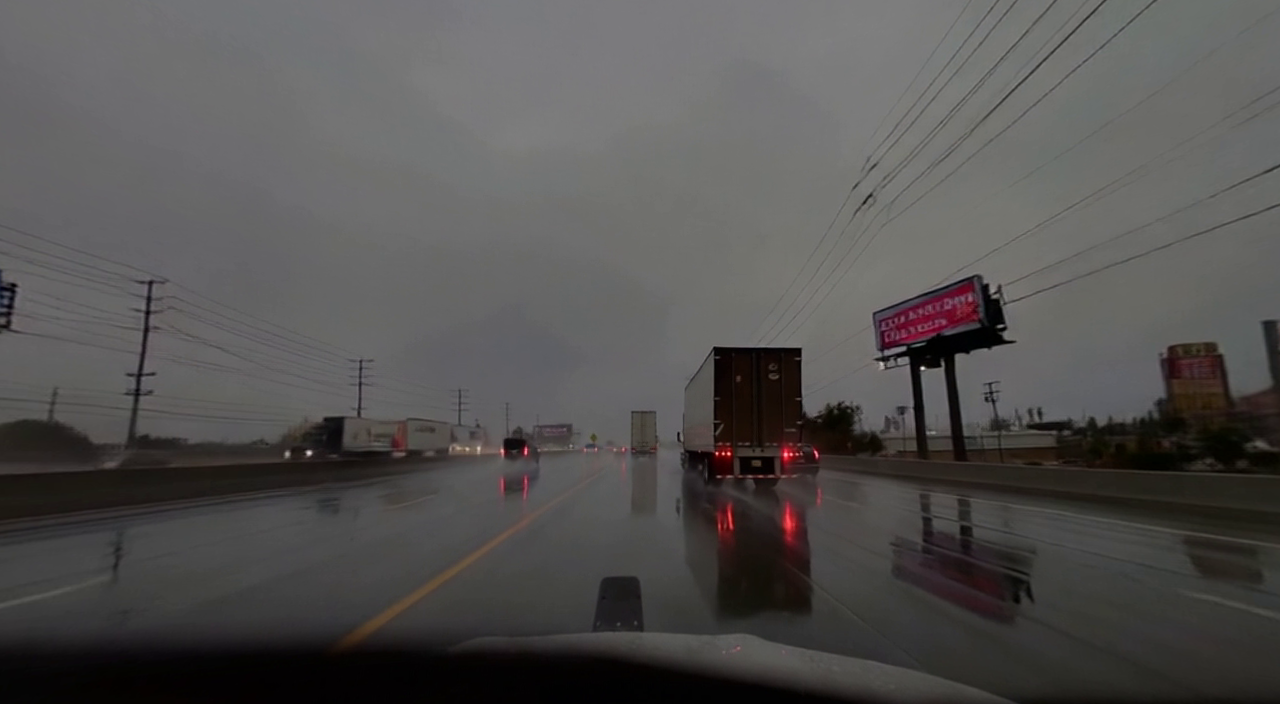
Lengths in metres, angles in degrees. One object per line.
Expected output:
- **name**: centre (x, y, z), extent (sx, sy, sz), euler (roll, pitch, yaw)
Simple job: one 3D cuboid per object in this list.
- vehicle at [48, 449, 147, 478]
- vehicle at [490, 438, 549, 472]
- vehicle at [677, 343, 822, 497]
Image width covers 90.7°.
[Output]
- **vehicle**: centre (-28.450, 5.841, 33.335), extent (1.830, 1.437, 3.749), euler (0, -9, 0)
- **vehicle**: centre (-7.297, 6.292, 39.011), extent (2.425, 1.917, 5.647), euler (0, -9, 2)
- **vehicle**: centre (3.400, 3.054, 25.352), extent (2.892, 4.152, 16.575), euler (0, -9, 0)
